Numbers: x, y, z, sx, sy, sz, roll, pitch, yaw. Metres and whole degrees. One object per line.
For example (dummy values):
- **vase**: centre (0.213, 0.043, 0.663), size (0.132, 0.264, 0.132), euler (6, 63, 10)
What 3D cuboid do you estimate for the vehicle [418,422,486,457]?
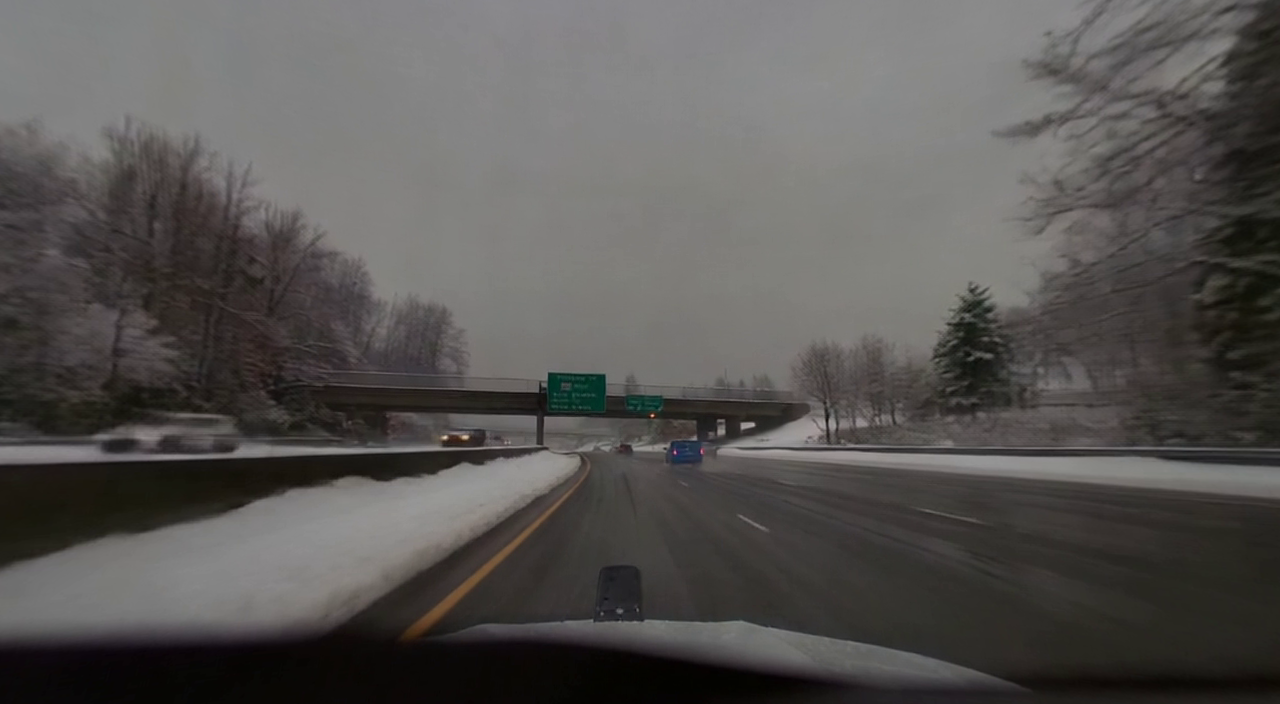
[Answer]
- **vehicle**: centre (-9.300, 4.432, 31.442), size (2.065, 1.627, 4.696), euler (0, -9, -2)

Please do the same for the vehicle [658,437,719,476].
- **vehicle**: centre (2.148, 4.814, 28.930), size (2.337, 1.633, 4.222), euler (0, -9, -2)

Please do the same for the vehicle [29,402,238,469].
- **vehicle**: centre (-13.295, 2.302, 16.925), size (1.983, 1.522, 4.458), euler (0, -9, -1)
